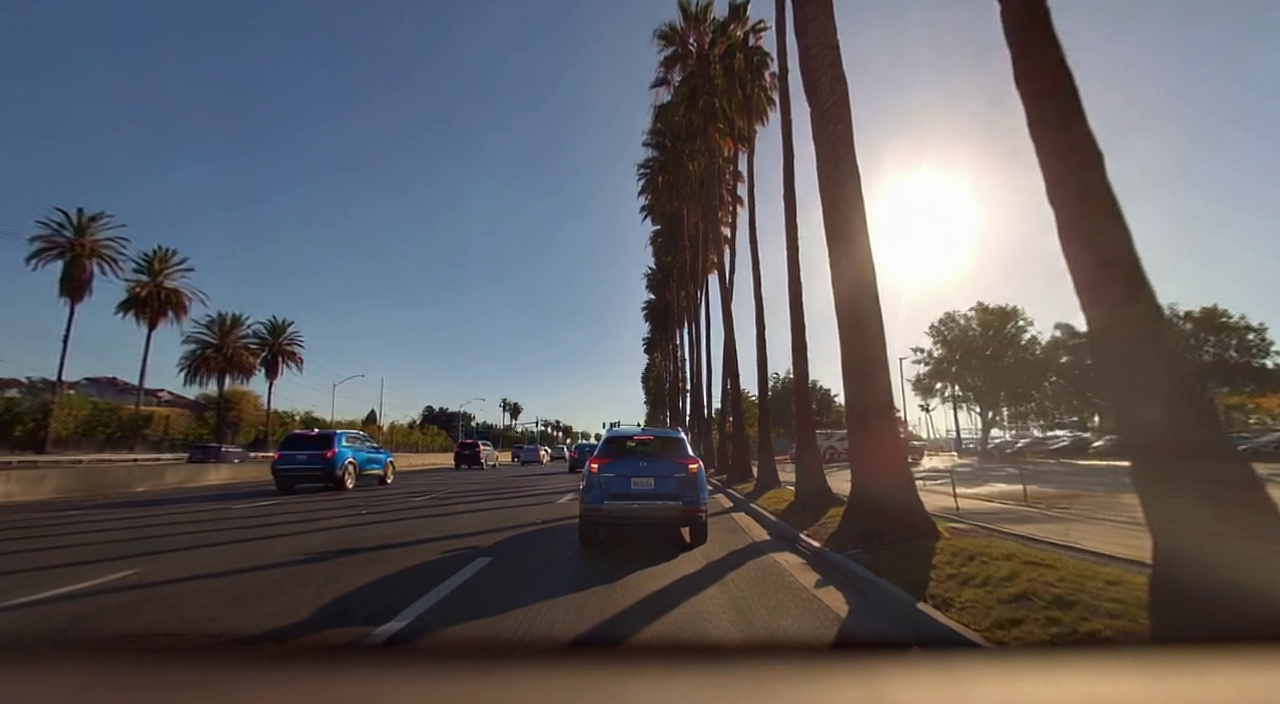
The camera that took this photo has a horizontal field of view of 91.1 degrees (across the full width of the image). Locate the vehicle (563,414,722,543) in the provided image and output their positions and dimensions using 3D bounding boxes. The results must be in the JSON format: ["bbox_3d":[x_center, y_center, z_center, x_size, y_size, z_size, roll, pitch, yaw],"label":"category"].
[{"bbox_3d":[0.058,1.991,10.413,2.121,1.710,3.893,0,-9,1],"label":"vehicle"}]

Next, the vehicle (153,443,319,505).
[{"bbox_3d":[-10.065,3.029,16.018,1.924,1.384,3.426,0,-9,0],"label":"vehicle"}]

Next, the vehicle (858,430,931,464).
[{"bbox_3d":[12.067,4.546,30.045,1.681,1.503,3.781,0,-9,-3],"label":"vehicle"}]

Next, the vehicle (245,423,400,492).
[{"bbox_3d":[-10.067,3.395,20.556,2.269,1.934,5.350,0,-9,0],"label":"vehicle"}]

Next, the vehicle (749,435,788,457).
[{"bbox_3d":[9.151,6.755,45.019,1.929,1.496,4.245,0,-9,1],"label":"vehicle"}]

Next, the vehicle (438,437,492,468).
[{"bbox_3d":[-10.549,6.090,38.112,1.965,1.743,4.327,0,-9,1],"label":"vehicle"}]

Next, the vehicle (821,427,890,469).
[{"bbox_3d":[8.255,3.635,23.813,1.837,1.416,3.947,-4,-10,27],"label":"vehicle"}]
